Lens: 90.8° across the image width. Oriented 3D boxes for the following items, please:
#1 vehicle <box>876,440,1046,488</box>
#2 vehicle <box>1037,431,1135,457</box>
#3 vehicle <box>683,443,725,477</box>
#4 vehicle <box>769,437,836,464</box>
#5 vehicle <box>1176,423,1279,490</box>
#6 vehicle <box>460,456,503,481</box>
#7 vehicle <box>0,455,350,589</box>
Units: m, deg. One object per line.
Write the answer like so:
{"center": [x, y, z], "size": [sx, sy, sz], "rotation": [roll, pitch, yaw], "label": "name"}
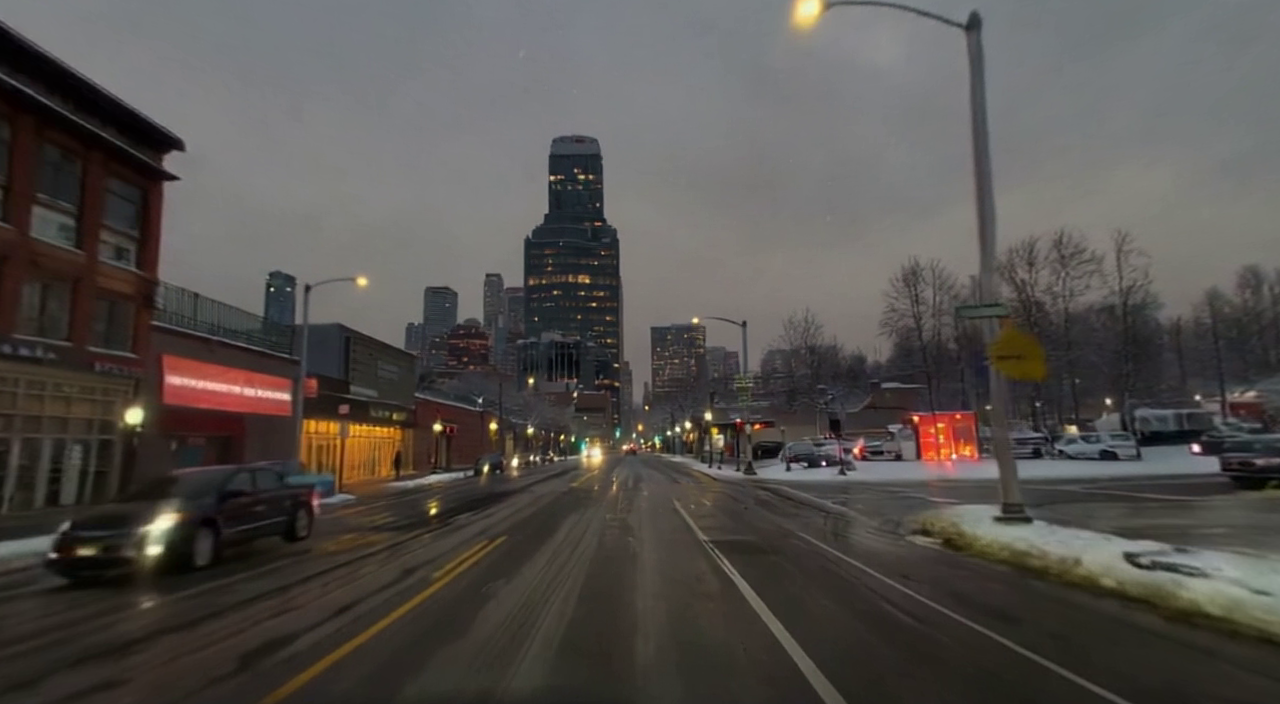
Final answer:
{"center": [10.644, 3.716, 21.196], "size": [4.611, 1.494, 1.982], "rotation": [0, -9, -4], "label": "vehicle"}
{"center": [27.071, 5.591, 38.428], "size": [4.472, 1.500, 1.837], "rotation": [-1, -8, 2], "label": "vehicle"}
{"center": [3.642, 6.269, 37.006], "size": [2.118, 1.779, 5.121], "rotation": [-1, -8, 2], "label": "vehicle"}
{"center": [12.614, 7.655, 49.160], "size": [4.629, 1.706, 1.915], "rotation": [-3, -6, -1], "label": "vehicle"}
{"center": [15.907, 2.486, 15.182], "size": [4.301, 1.502, 1.844], "rotation": [0, -8, 0], "label": "vehicle"}
{"center": [-11.212, 8.258, 45.042], "size": [2.018, 1.553, 4.407], "rotation": [0, -8, -1], "label": "vehicle"}
{"center": [-6.547, 2.373, 9.764], "size": [1.962, 1.475, 4.580], "rotation": [0, -8, 0], "label": "vehicle"}
